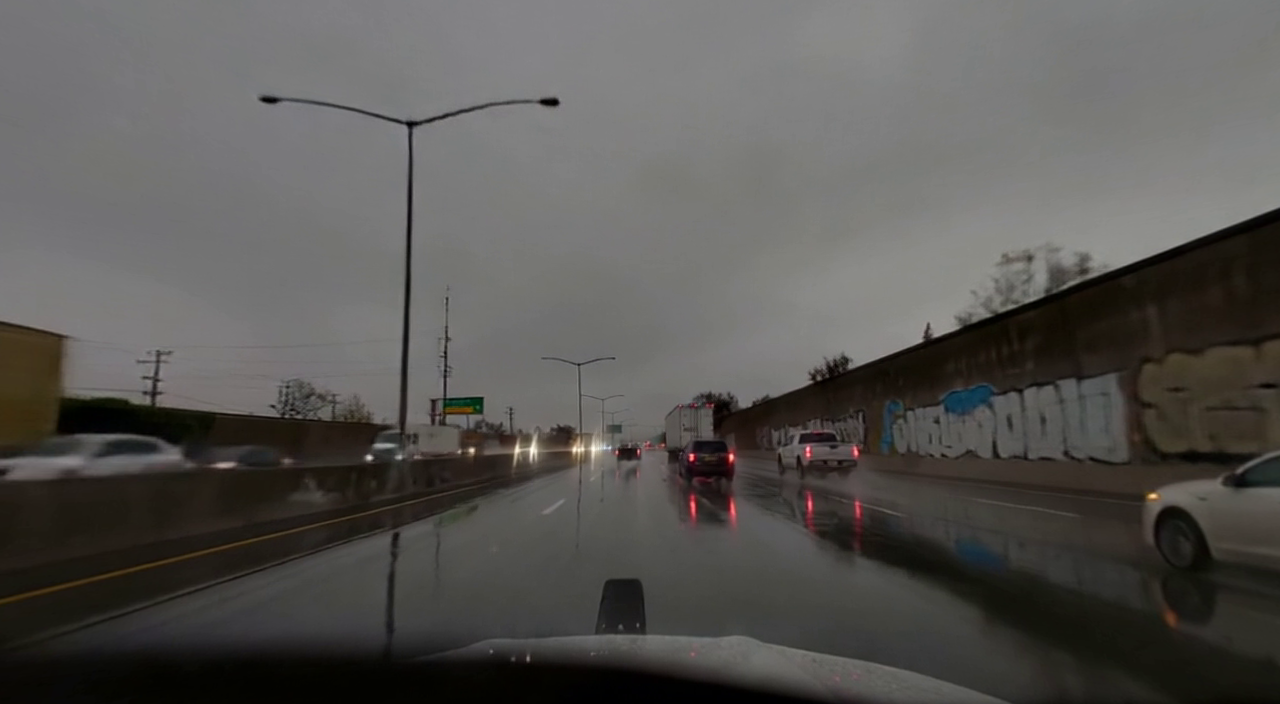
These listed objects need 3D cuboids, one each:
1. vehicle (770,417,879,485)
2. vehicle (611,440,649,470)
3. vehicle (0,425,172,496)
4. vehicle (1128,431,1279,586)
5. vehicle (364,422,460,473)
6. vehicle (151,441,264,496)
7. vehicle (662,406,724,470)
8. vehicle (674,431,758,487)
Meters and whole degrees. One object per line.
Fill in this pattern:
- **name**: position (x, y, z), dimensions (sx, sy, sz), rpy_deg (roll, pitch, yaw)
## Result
- **vehicle**: position (7.142, 3.979, 25.463), dimensions (2.322, 2.360, 6.433), rpy_deg (0, -9, -1)
- **vehicle**: position (-0.585, 6.017, 36.919), dimensions (2.073, 1.640, 3.990), rpy_deg (0, -9, -1)
- **vehicle**: position (-14.109, 2.665, 15.744), dimensions (1.865, 1.548, 3.890), rpy_deg (0, -9, -1)
- **vehicle**: position (7.120, 1.418, 5.509), dimensions (1.915, 1.476, 4.677), rpy_deg (0, -9, -1)
- **vehicle**: position (-13.923, 5.960, 39.418), dimensions (2.889, 2.851, 8.281), rpy_deg (0, -9, 0)
- **vehicle**: position (-17.248, 4.599, 25.452), dimensions (2.025, 2.000, 3.513), rpy_deg (1, -8, -1)
- **vehicle**: position (3.350, 5.916, 43.059), dimensions (2.976, 3.806, 10.591), rpy_deg (0, -9, -1)
- **vehicle**: position (2.671, 3.970, 23.697), dimensions (2.249, 1.843, 5.176), rpy_deg (0, -9, -3)
